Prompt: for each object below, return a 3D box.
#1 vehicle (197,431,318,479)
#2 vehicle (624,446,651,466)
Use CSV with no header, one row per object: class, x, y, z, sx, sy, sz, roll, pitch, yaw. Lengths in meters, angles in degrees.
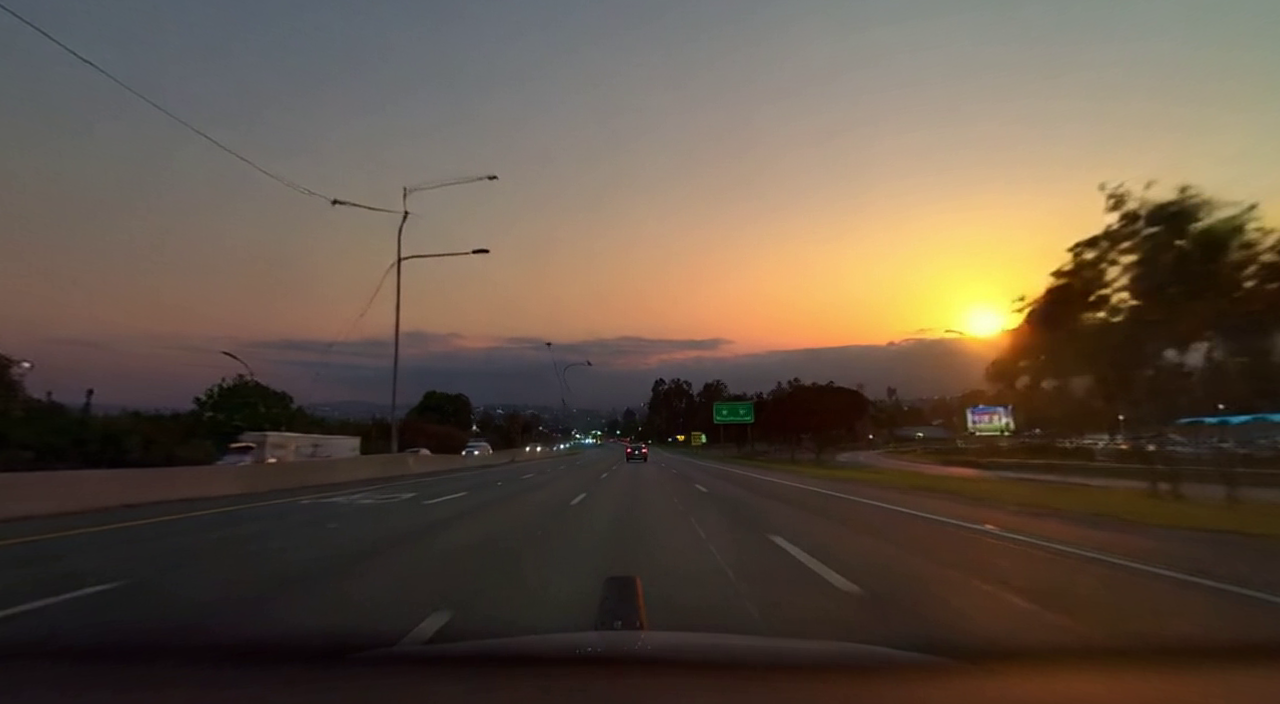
vehicle,-28.478,7.741,47.863,2.995,3.269,9.862,0,-9,0
vehicle,-0.227,7.968,48.496,2.025,1.460,4.189,0,-9,-1
